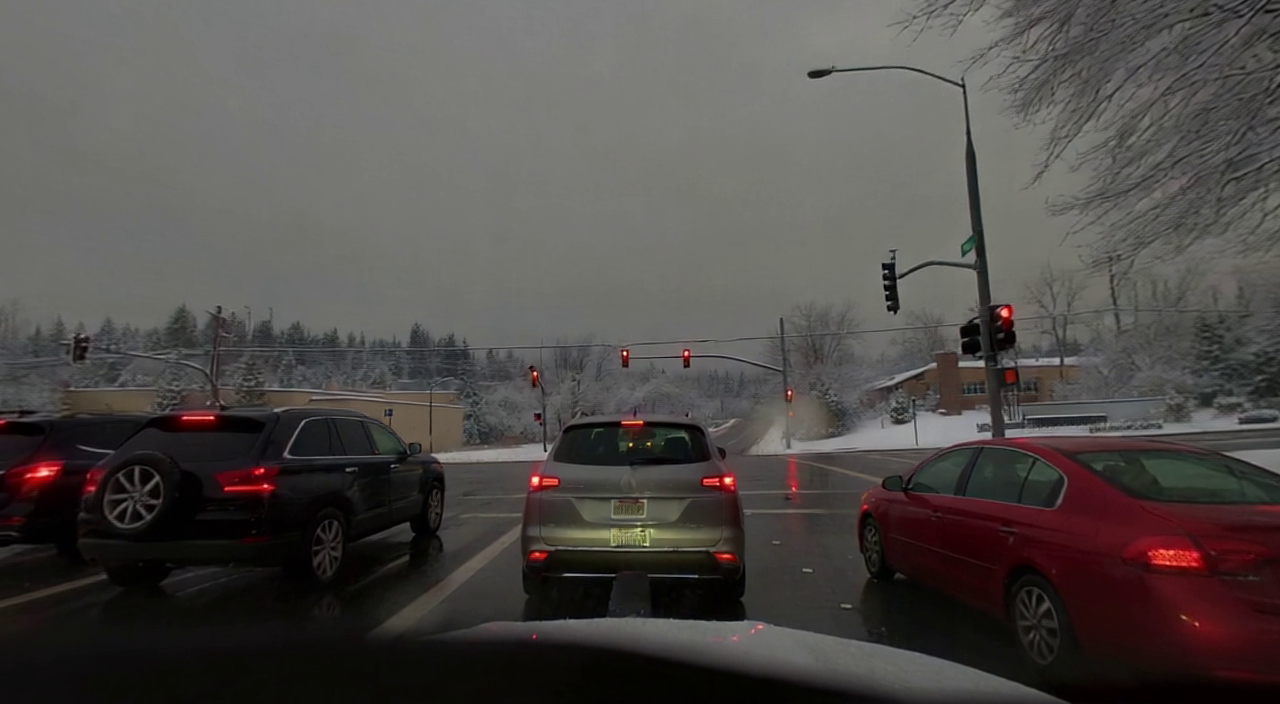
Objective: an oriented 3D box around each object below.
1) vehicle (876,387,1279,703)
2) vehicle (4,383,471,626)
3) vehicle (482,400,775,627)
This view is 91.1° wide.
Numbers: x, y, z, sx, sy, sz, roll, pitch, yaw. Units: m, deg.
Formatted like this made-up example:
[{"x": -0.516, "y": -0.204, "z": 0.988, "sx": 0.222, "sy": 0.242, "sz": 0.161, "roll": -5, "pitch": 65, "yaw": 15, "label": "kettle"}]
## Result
[{"x": 3.586, "y": 1.201, "z": 4.604, "sx": 2.010, "sy": 1.486, "sz": 4.498, "roll": 0, "pitch": -8, "yaw": 1, "label": "vehicle"}, {"x": -3.564, "y": 1.428, "z": 6.848, "sx": 2.014, "sy": 1.755, "sz": 4.360, "roll": 0, "pitch": -8, "yaw": 3, "label": "vehicle"}, {"x": -0.059, "y": 1.403, "z": 6.302, "sx": 2.047, "sy": 1.579, "sz": 3.642, "roll": 0, "pitch": -8, "yaw": 1, "label": "vehicle"}]
